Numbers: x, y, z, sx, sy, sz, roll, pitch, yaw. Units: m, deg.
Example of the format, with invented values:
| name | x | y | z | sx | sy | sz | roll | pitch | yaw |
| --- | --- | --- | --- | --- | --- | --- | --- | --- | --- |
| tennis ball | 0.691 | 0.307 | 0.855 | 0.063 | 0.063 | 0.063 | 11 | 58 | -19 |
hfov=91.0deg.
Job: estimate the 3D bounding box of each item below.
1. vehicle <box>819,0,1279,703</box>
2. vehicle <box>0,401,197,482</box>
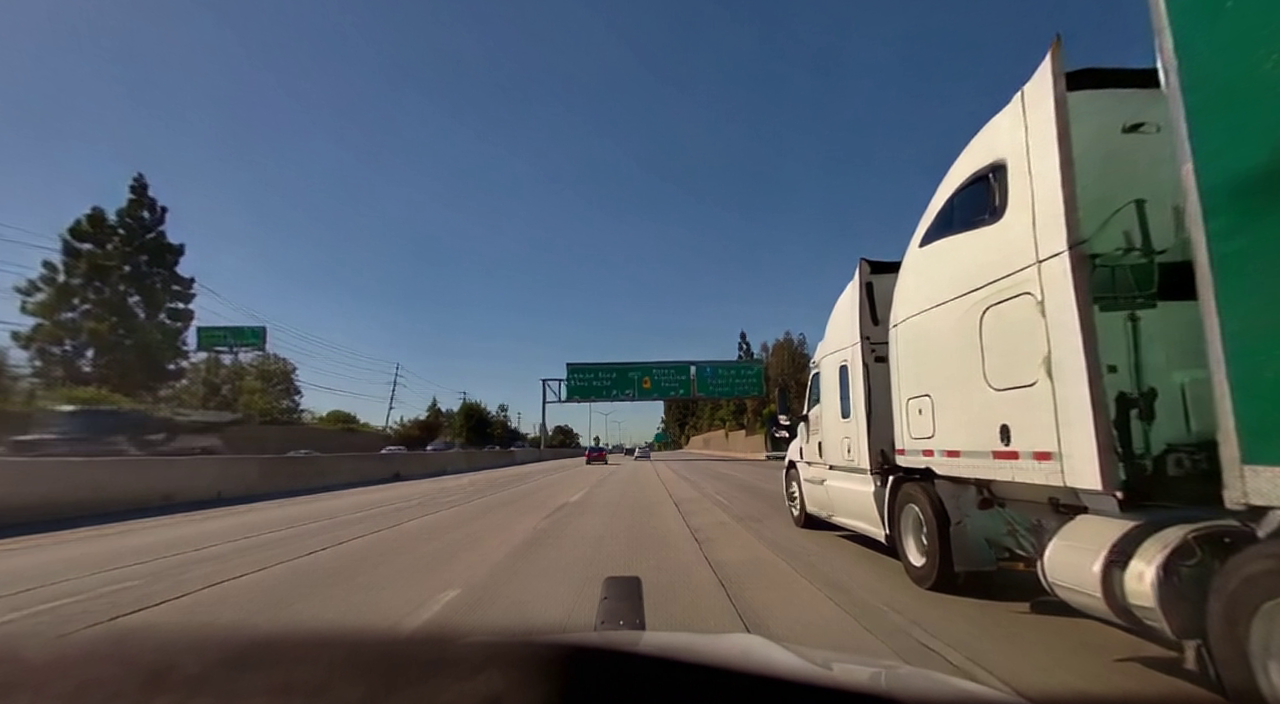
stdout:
| name | x | y | z | sx | sy | sz | roll | pitch | yaw |
| --- | --- | --- | --- | --- | --- | --- | --- | --- | --- |
| vehicle | 3.970 | -0.540 | 0.839 | 2.899 | 4.078 | 16.430 | 0 | -8 | 1 |
| vehicle | -14.507 | 2.368 | 16.536 | 2.205 | 1.808 | 4.768 | 0 | -9 | 1 |
